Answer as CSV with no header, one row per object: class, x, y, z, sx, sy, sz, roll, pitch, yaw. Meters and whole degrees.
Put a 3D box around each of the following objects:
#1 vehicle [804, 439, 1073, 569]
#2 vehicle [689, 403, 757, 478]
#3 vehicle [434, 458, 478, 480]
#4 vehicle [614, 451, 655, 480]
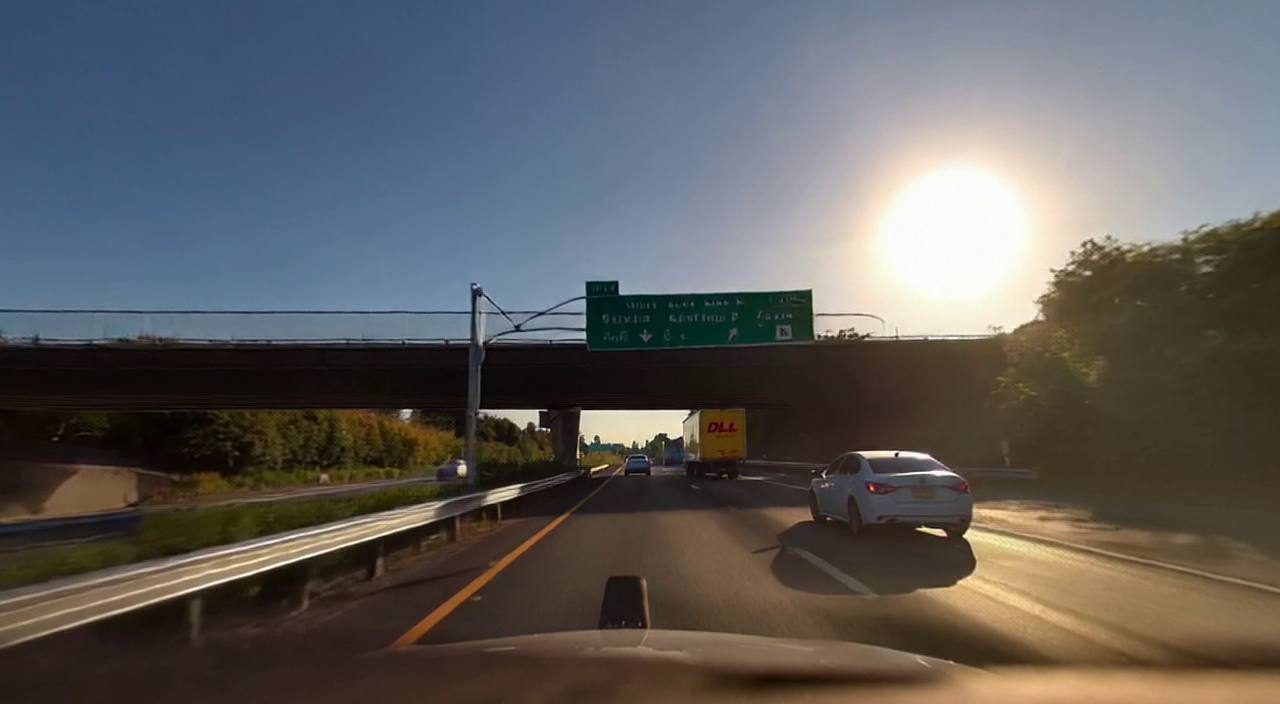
vehicle,3.967,2.069,9.351,1.894,1.452,4.164,0,-9,-1
vehicle,4.822,5.417,38.260,2.838,3.985,8.010,0,-9,-1
vehicle,-13.669,8.718,47.043,1.831,1.464,4.303,-1,-9,2
vehicle,-0.309,6.031,33.762,2.055,1.445,3.661,0,-9,0
